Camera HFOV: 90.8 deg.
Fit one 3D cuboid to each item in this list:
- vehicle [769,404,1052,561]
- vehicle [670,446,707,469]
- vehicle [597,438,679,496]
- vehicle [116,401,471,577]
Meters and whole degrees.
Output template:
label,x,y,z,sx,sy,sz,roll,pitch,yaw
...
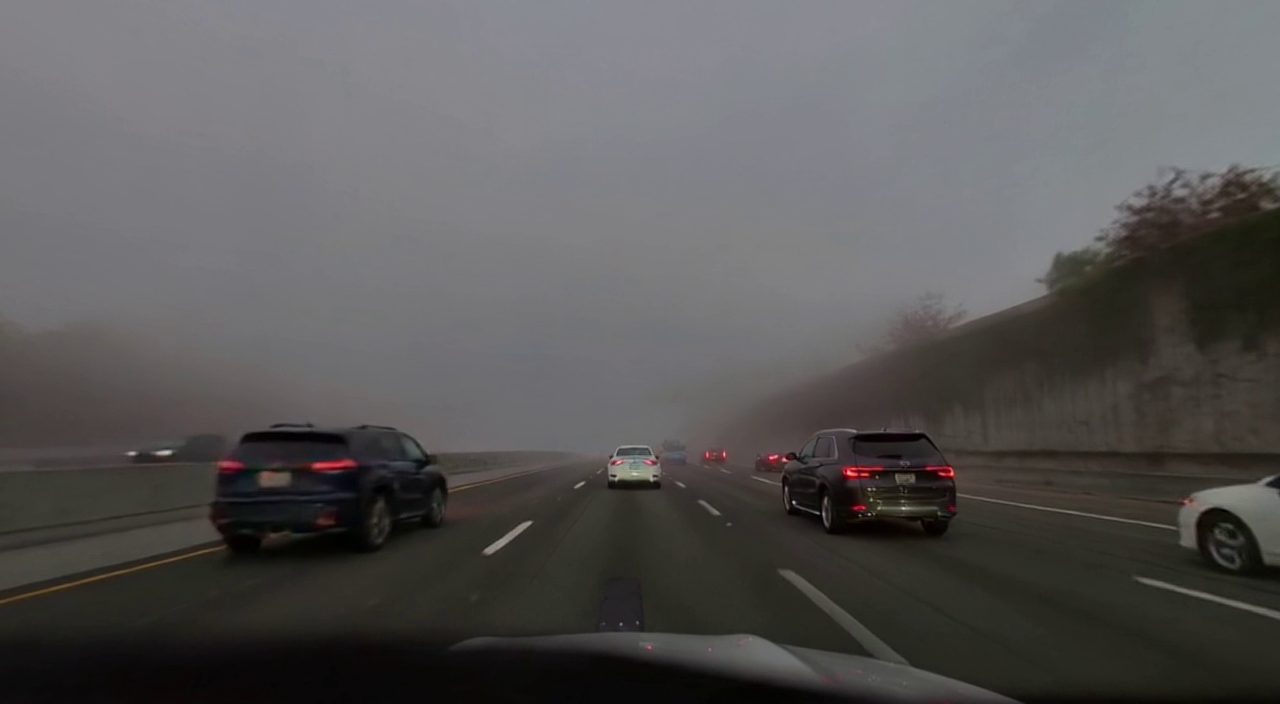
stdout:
label,x,y,z,sx,sy,sz,roll,pitch,yaw
vehicle,3.621,1.856,9.713,2.162,1.800,4.693,0,-9,-1
vehicle,3.244,7.191,43.281,1.998,1.490,4.296,0,-9,-3
vehicle,-0.105,3.280,18.374,2.098,1.475,3.997,0,-9,-1
vehicle,-4.218,1.773,9.028,2.218,1.776,5.031,0,-9,0
